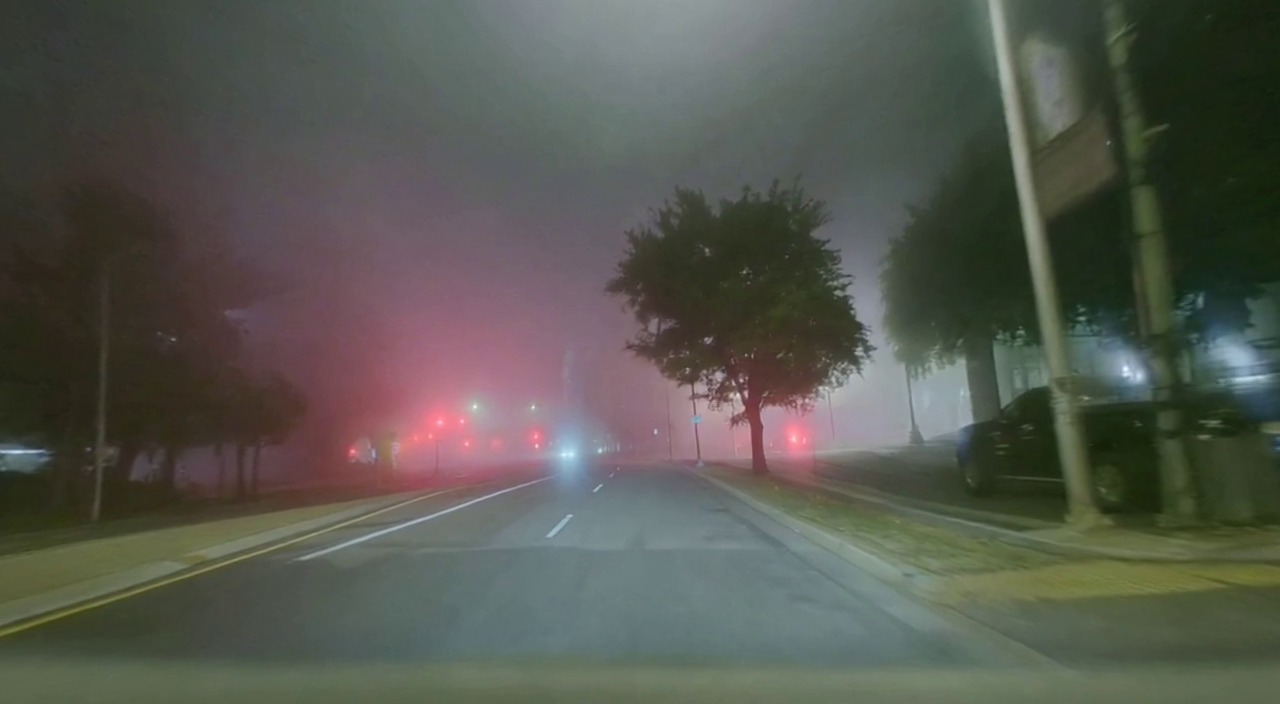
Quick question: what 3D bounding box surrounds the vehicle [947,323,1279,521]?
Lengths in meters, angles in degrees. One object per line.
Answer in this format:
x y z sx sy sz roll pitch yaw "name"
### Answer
7.521 1.059 8.872 2.530 2.076 5.768 2 -9 -14 "vehicle"
